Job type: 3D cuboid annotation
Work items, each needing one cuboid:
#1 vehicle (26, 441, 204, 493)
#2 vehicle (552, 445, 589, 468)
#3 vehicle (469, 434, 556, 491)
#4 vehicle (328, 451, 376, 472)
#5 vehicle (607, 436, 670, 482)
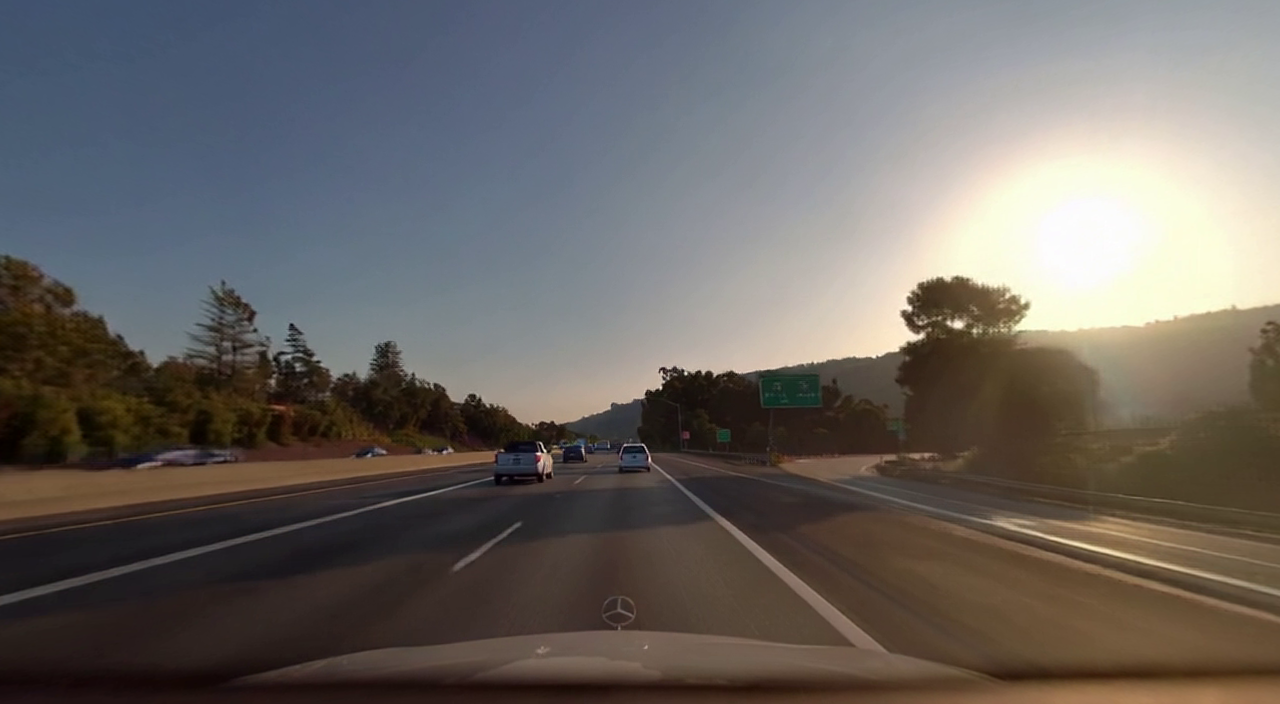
[{"bbox_3d":[-17.510,3.828,21.493,2.069,1.557,4.685,0,-8,-1],"label":"vehicle"},{"bbox_3d":[-4.800,7.250,43.963,2.084,1.528,4.094,0,-8,0],"label":"vehicle"},{"bbox_3d":[-4.203,3.719,21.553,2.044,1.717,4.421,0,-8,0],"label":"vehicle"},{"bbox_3d":[-21.427,8.137,47.211,1.776,1.421,3.933,0,-8,-1],"label":"vehicle"},{"bbox_3d":[-0.091,4.397,26.294,2.378,1.750,4.355,0,-8,-1],"label":"vehicle"}]
